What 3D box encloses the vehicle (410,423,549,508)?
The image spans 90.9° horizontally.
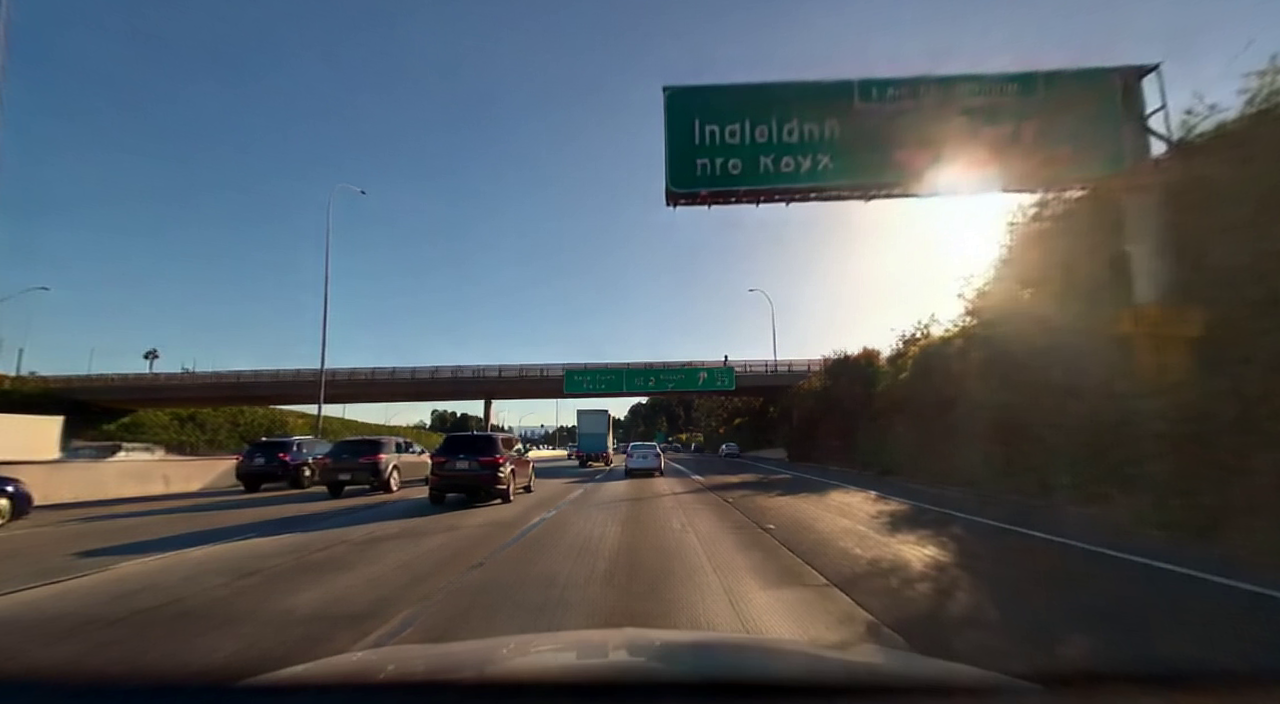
[{"bbox_3d":[-3.726,2.744,15.667,2.125,1.792,4.466,0,-8,2],"label":"vehicle"}]

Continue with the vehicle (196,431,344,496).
[{"bbox_3d":[-11.123,3.369,19.399,1.871,1.747,4.342,0,-8,1],"label":"vehicle"}]

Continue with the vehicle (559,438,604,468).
[{"bbox_3d":[-3.528,6.161,38.709,2.243,1.683,4.178,0,-8,1],"label":"vehicle"}]

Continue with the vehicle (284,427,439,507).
[{"bbox_3d":[-6.947,2.896,16.345,1.998,1.770,4.222,0,-8,1],"label":"vehicle"}]

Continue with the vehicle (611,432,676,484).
[{"bbox_3d":[0.162,3.848,23.180,2.180,1.716,3.920,0,-8,1],"label":"vehicle"}]
